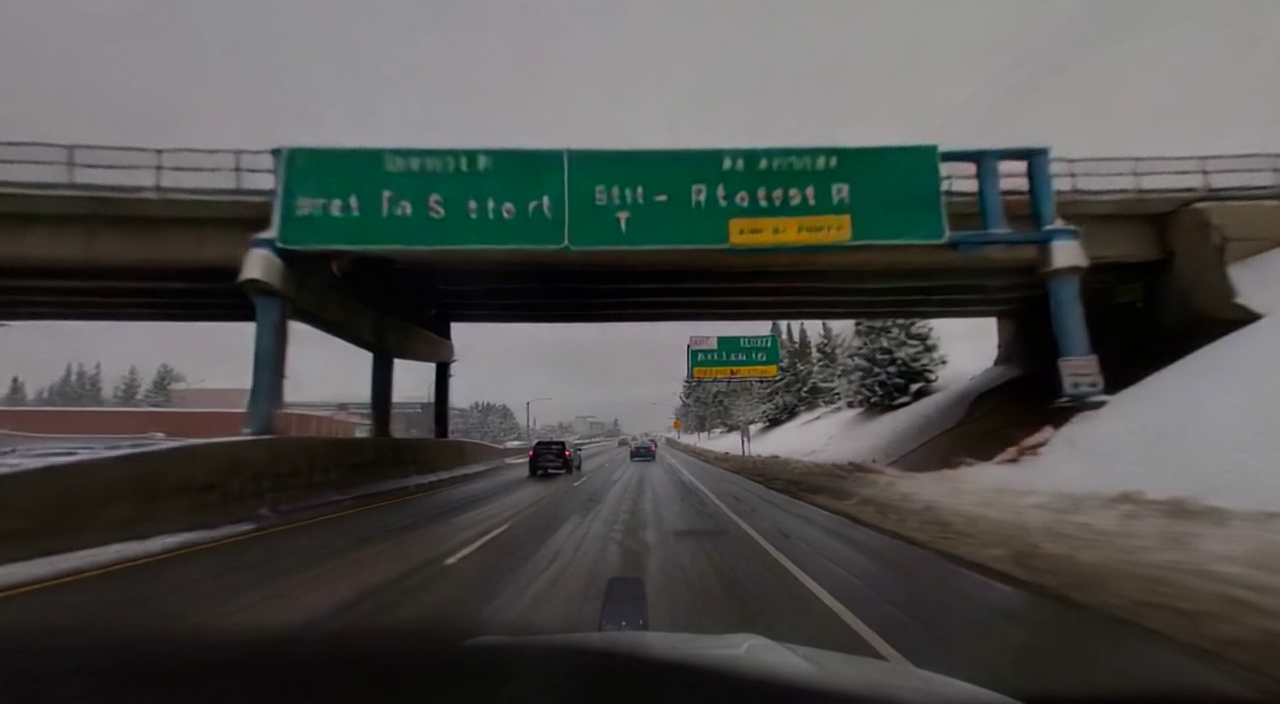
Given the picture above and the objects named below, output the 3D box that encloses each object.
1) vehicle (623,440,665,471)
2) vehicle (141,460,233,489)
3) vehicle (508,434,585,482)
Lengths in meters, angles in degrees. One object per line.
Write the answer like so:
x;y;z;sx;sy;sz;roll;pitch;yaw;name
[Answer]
0.175;4.922;30.288;1.877;1.386;3.872;0;-8;0;vehicle
-35.259;9.535;49.380;2.649;1.971;5.971;0;-8;1;vehicle
-3.329;3.896;23.385;2.064;1.589;4.213;0;-8;2;vehicle
